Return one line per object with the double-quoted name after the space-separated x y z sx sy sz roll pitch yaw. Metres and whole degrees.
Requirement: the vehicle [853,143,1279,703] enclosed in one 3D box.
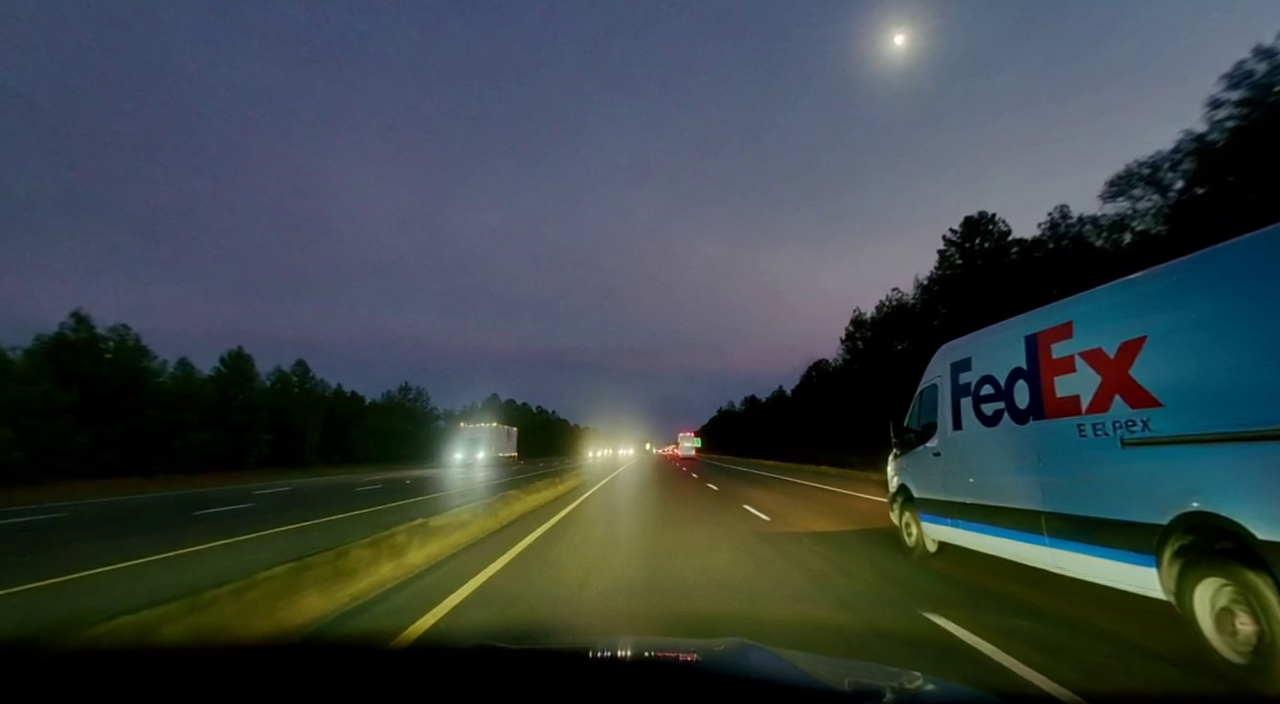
3.885 0.736 4.532 2.522 2.556 6.180 0 -9 0 "vehicle"
